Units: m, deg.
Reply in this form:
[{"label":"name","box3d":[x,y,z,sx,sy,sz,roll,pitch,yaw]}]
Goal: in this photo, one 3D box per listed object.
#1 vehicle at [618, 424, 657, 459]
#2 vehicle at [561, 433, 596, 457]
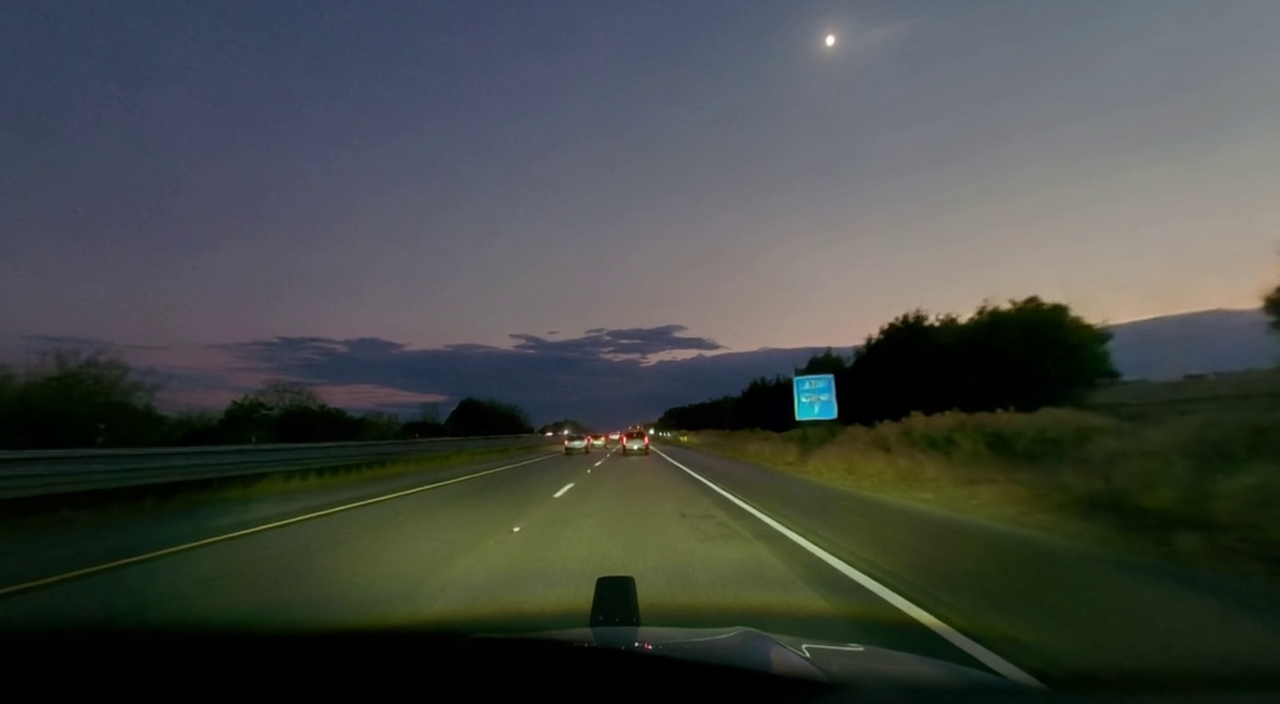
[{"label":"vehicle","box3d":[-0.210,5.308,37.329,2.223,1.957,4.416,0,-8,-2]},{"label":"vehicle","box3d":[-4.210,6.445,43.759,2.062,1.567,4.117,0,-8,-1]}]
